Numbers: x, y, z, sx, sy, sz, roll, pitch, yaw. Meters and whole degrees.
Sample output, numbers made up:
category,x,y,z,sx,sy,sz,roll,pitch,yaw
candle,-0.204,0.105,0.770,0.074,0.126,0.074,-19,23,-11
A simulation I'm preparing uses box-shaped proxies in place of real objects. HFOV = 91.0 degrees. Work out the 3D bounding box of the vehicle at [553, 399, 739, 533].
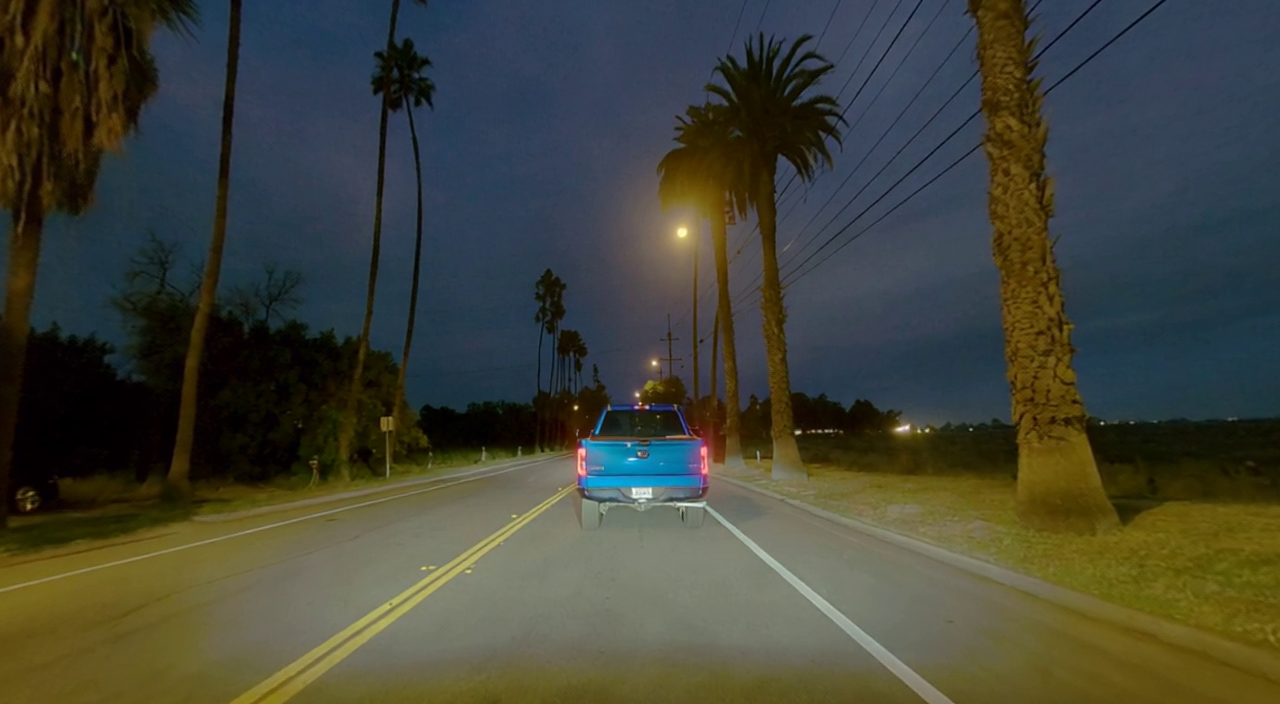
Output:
category,x,y,z,sx,sy,sz,roll,pitch,yaw
vehicle,0.048,2.152,12.505,2.803,2.005,5.885,0,-8,-1
